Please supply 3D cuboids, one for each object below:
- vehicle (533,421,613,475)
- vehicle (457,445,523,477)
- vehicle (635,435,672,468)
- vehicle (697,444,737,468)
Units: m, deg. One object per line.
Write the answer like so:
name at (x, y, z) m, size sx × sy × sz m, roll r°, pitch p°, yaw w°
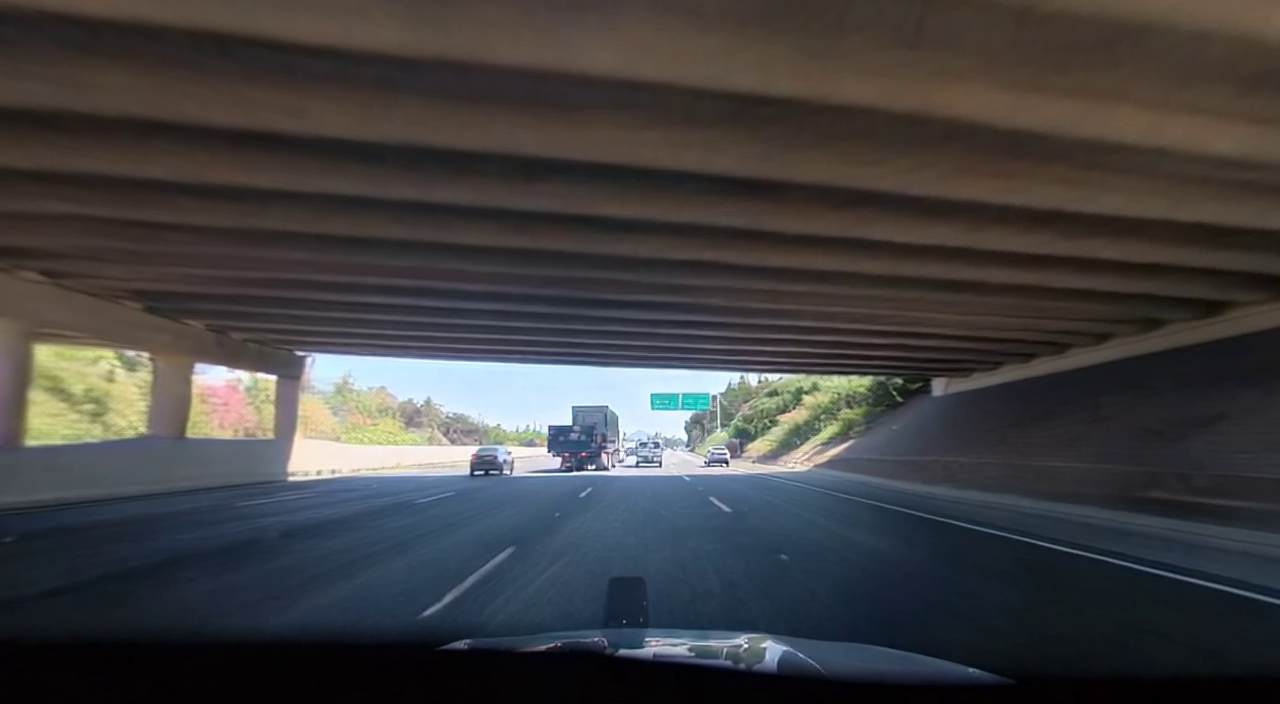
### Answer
vehicle at (-3.354, 5.539, 36.667) m, size 2.854 × 2.379 × 16.653 m, roll 0°, pitch -8°, yaw 0°
vehicle at (-7.193, 5.243, 30.688) m, size 1.965 × 1.437 × 4.592 m, roll 0°, pitch -8°, yaw 2°
vehicle at (0.845, 6.604, 42.010) m, size 2.309 × 2.023 × 5.130 m, roll 0°, pitch -8°, yaw 1°
vehicle at (4.880, 6.668, 40.613) m, size 1.993 × 1.474 × 4.230 m, roll 0°, pitch -8°, yaw 0°
